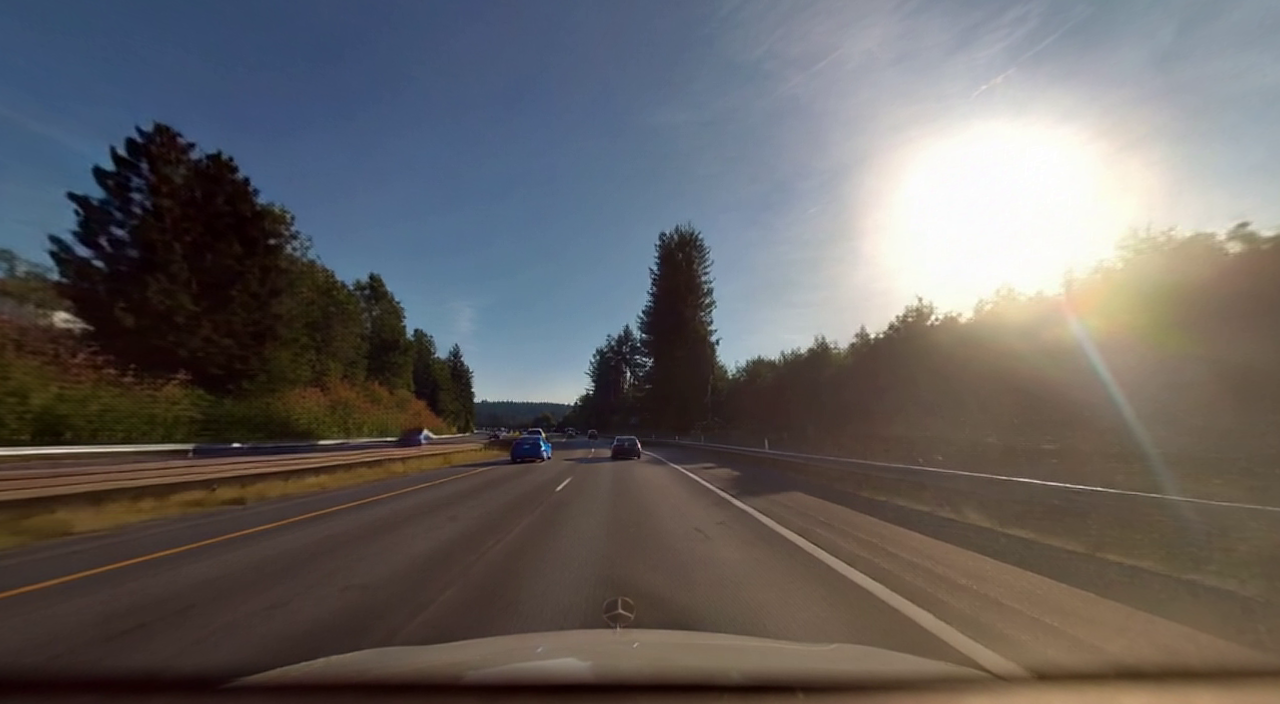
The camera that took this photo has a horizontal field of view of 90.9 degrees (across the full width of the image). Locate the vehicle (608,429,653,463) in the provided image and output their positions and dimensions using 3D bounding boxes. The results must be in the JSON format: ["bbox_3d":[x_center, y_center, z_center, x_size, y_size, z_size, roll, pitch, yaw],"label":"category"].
[{"bbox_3d":[-0.508,4.806,32.398,2.162,1.616,4.242,0,-8,-2],"label":"vehicle"}]

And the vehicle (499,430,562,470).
[{"bbox_3d":[-4.564,4.129,26.837,1.975,1.518,4.242,0,-8,-1],"label":"vehicle"}]
